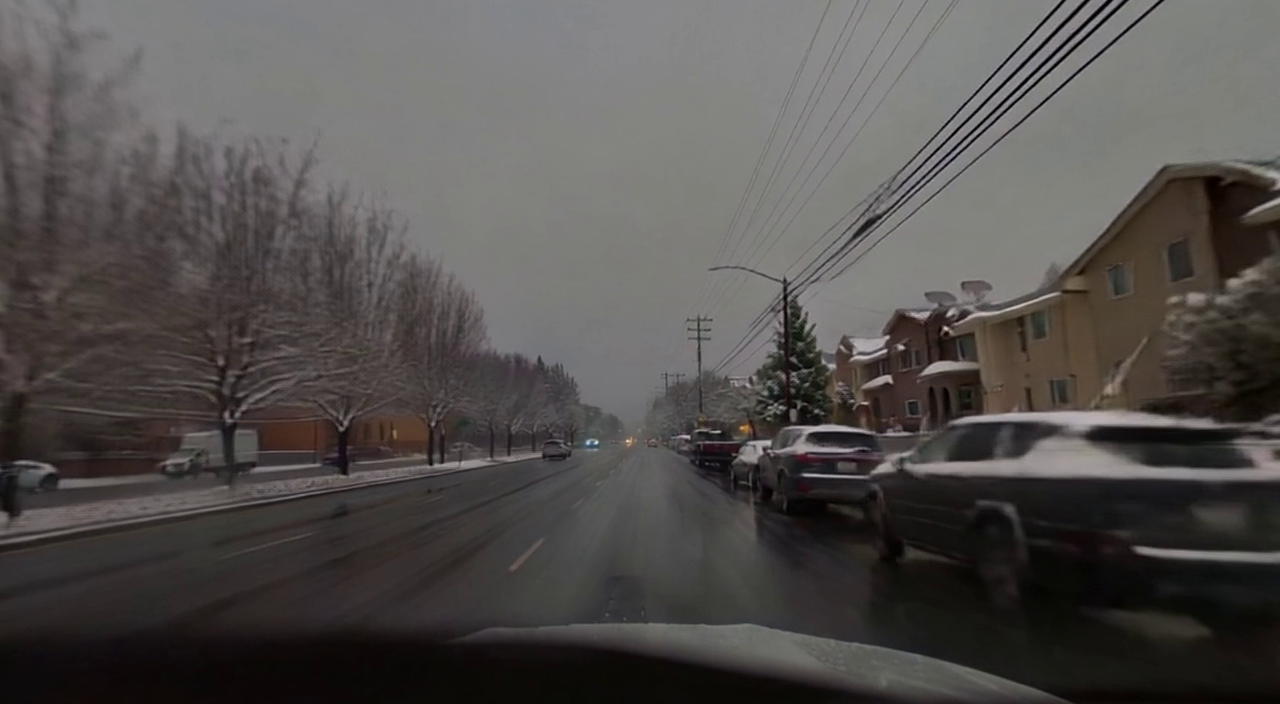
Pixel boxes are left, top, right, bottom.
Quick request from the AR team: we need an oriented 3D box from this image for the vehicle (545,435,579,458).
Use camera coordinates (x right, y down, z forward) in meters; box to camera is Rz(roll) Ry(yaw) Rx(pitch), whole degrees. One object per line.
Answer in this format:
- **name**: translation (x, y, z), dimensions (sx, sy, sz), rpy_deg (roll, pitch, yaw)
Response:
- **vehicle**: translation (-5.986, 7.299, 48.858), dimensions (2.000, 1.671, 4.497), rpy_deg (0, -8, 2)

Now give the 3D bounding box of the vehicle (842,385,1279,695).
- **vehicle**: translation (3.675, 1.356, 5.850), dimensions (2.041, 1.661, 4.773), rpy_deg (0, -8, 0)

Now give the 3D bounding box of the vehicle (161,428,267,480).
- **vehicle**: translation (-25.689, 6.171, 38.433), dimensions (2.223, 2.895, 5.824), rpy_deg (0, -8, 1)

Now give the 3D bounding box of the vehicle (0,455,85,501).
- **vehicle**: translation (-25.783, 5.093, 25.710), dimensions (2.121, 1.699, 4.506), rpy_deg (0, -8, 0)
